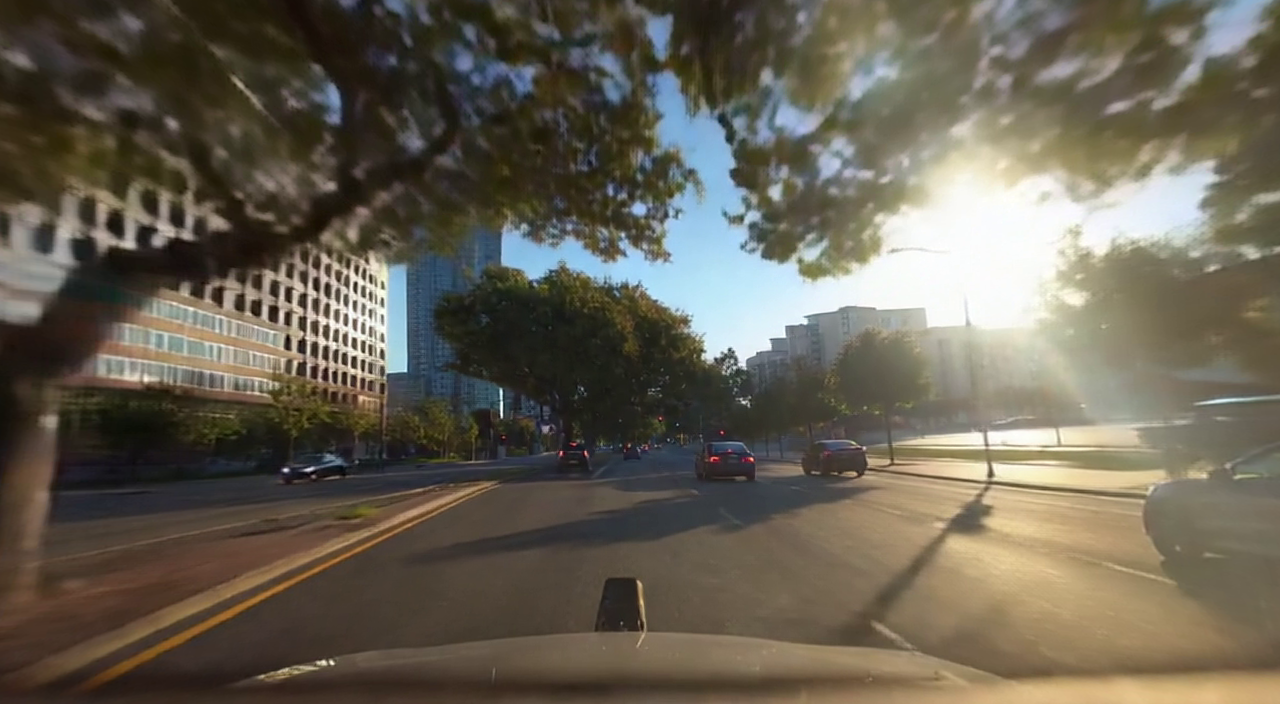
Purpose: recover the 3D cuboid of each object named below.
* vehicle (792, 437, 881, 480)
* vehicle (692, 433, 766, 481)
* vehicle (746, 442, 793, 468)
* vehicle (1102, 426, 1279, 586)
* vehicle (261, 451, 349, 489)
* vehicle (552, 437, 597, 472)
[{"bbox_3d":[7.578,4.162,24.908,1.944,1.503,4.723,0,-8,-1],"label":"vehicle"},{"bbox_3d":[3.470,4.219,25.611,2.152,1.742,4.704,0,-8,-2],"label":"vehicle"},{"bbox_3d":[7.749,6.189,38.144,1.884,1.478,4.164,0,-8,-1],"label":"vehicle"},{"bbox_3d":[6.755,1.387,5.688,1.830,1.443,4.351,0,-8,-1],"label":"vehicle"},{"bbox_3d":[-16.688,5.840,31.745,1.954,1.699,4.542,0,-8,0],"label":"vehicle"},{"bbox_3d":[-3.510,5.603,34.732,2.155,1.797,3.989,0,-8,-2],"label":"vehicle"}]
